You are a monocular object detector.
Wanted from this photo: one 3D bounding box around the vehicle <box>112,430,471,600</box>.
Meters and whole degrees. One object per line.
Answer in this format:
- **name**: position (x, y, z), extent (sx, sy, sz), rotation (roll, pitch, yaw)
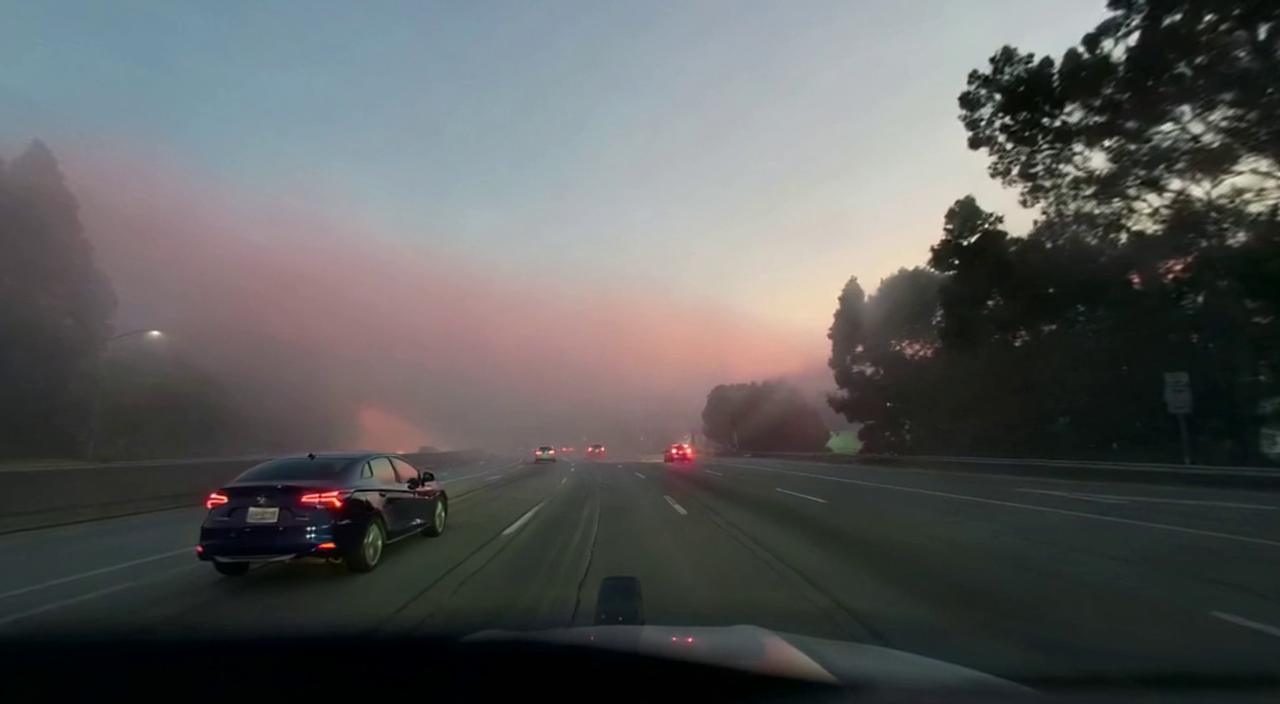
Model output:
- **vehicle**: position (-3.667, 1.762, 7.820), extent (2.018, 1.476, 4.364), rotation (0, -8, -1)
